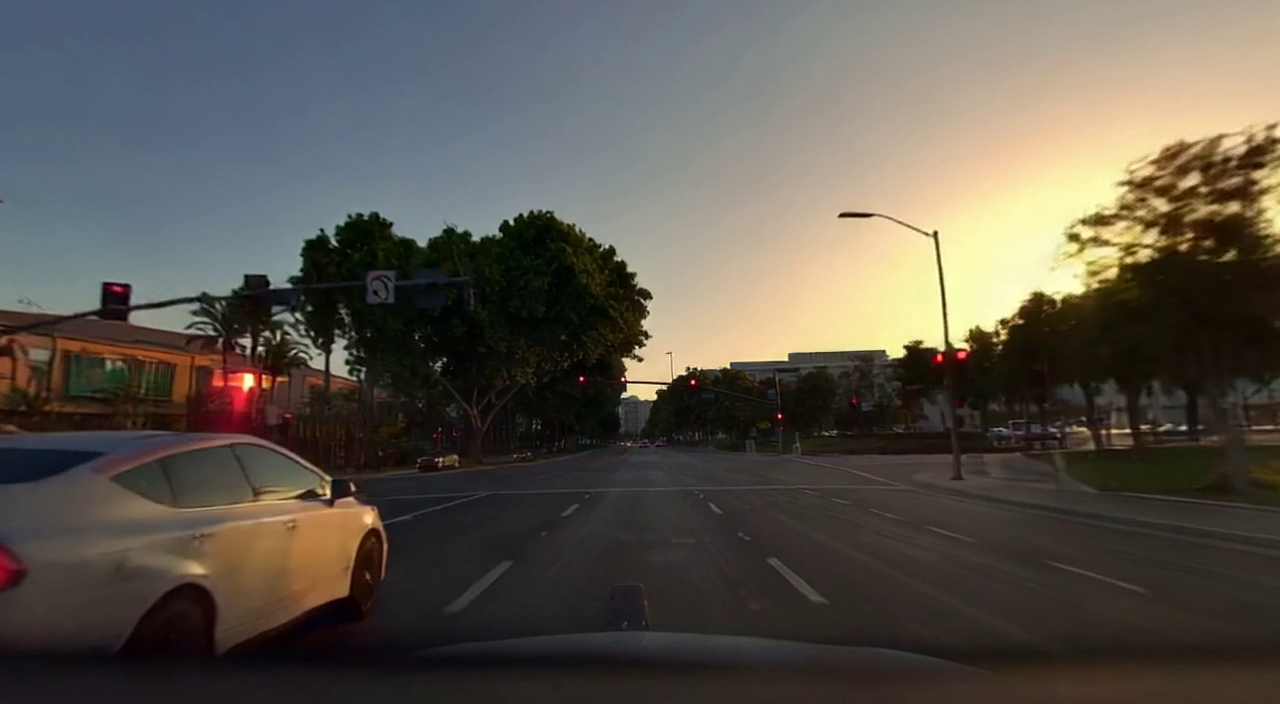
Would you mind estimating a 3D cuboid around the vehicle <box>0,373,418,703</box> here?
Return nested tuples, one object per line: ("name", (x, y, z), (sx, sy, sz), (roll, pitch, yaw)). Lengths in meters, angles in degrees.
("vehicle", (-3.154, 1.035, 3.308), (2.162, 1.549, 4.795), (0, -8, 1))

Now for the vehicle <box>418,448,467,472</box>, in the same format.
("vehicle", (-14.420, 7.867, 46.282), (2.084, 1.655, 4.567), (0, -8, 1))
